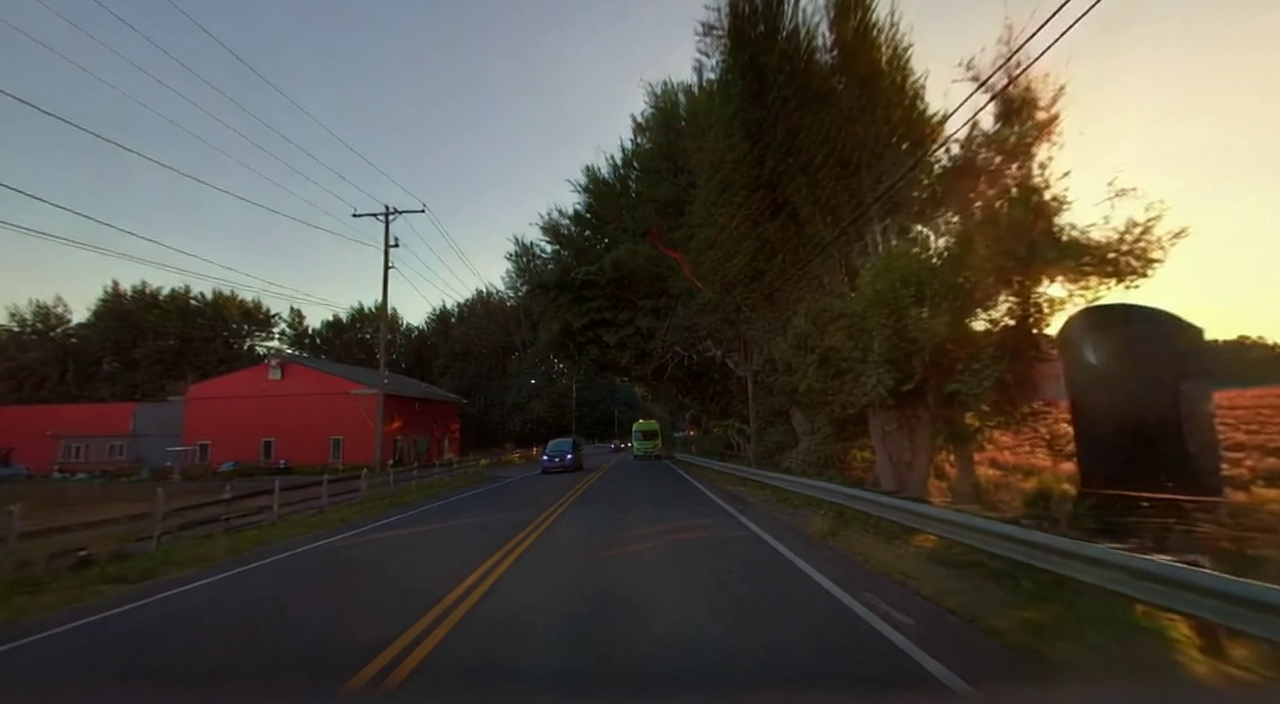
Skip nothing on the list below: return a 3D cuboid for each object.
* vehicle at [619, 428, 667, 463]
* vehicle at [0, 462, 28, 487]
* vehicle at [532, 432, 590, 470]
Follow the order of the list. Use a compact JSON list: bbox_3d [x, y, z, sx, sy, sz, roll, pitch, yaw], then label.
[{"bbox_3d":[0.098,5.609,37.939,2.649,1.870,5.885,0,-8,-2],"label":"vehicle"},{"bbox_3d":[-49.615,9.547,49.262,1.944,1.767,3.885,6,-10,-35],"label":"vehicle"},{"bbox_3d":[-3.980,5.119,32.762,2.342,1.778,4.613,0,-8,1],"label":"vehicle"}]
